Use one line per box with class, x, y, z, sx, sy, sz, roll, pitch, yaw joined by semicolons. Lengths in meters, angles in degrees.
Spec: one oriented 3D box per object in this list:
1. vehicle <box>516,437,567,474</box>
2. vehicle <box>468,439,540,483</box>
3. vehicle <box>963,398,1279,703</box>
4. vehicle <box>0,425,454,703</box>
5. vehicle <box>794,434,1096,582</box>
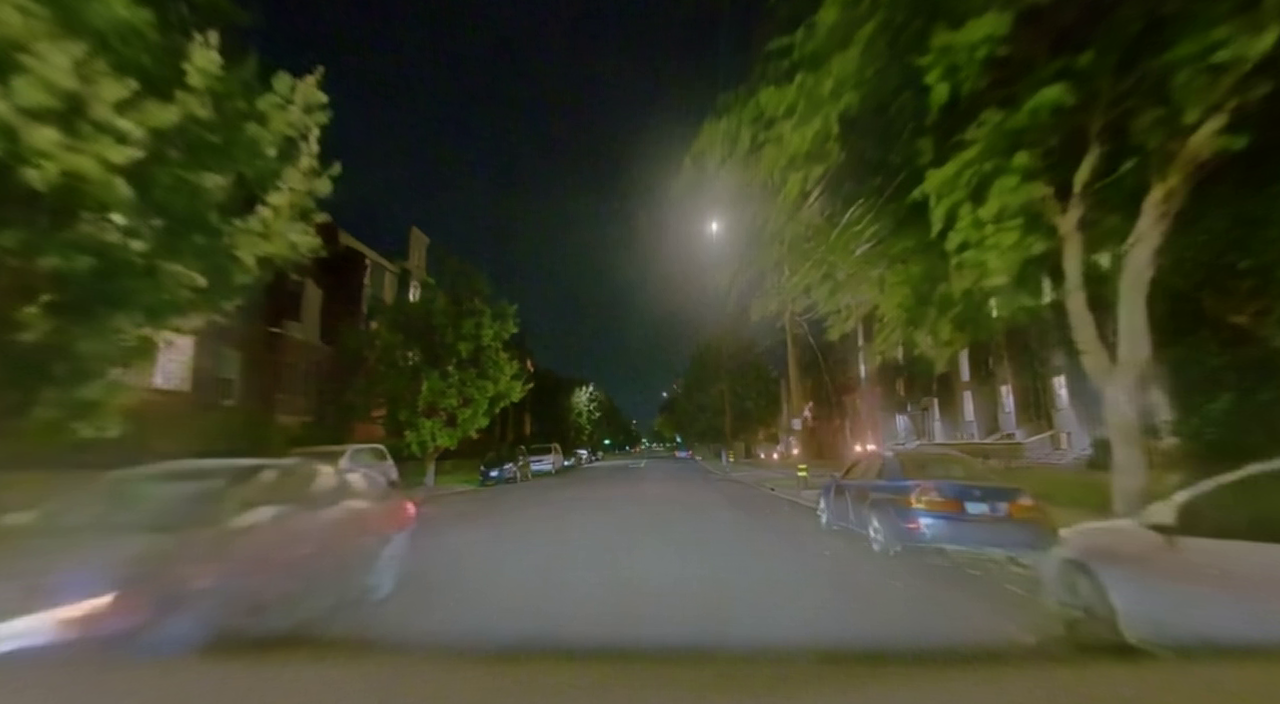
vehicle;-5.872;6.209;38.245;2.144;1.955;6.159;0;-7;0
vehicle;-6.102;4.931;29.000;2.120;1.799;5.370;-1;-8;0
vehicle;3.342;0.912;2.258;2.014;1.482;4.599;0;-8;1
vehicle;-3.356;1.385;5.116;2.079;1.441;4.541;-1;-8;3
vehicle;3.661;1.915;8.772;1.909;1.462;4.740;0;-8;1
